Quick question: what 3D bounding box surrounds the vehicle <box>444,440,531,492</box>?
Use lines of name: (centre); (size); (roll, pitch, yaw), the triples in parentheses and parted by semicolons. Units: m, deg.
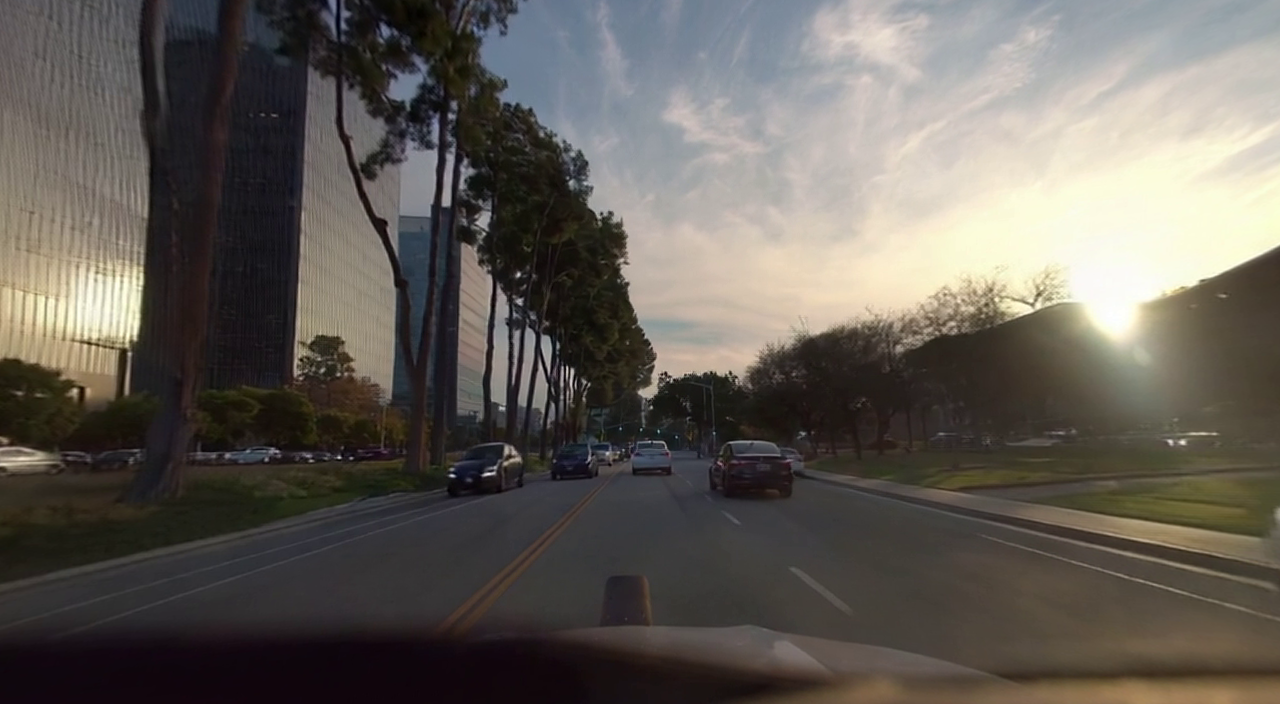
vehicle: (-5.648, 4.289, 24.107); (2.132, 1.769, 4.760); (0, -9, 0)

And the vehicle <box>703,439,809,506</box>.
vehicle: (2.888, 3.098, 16.685); (1.991, 1.536, 4.116); (0, -9, -1)

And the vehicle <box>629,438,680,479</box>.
vehicle: (0.600, 4.673, 27.874); (2.105, 1.653, 3.887); (0, -9, 0)

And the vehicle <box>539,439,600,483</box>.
vehicle: (-2.904, 4.576, 26.816); (2.065, 1.708, 4.311); (0, -9, 1)
